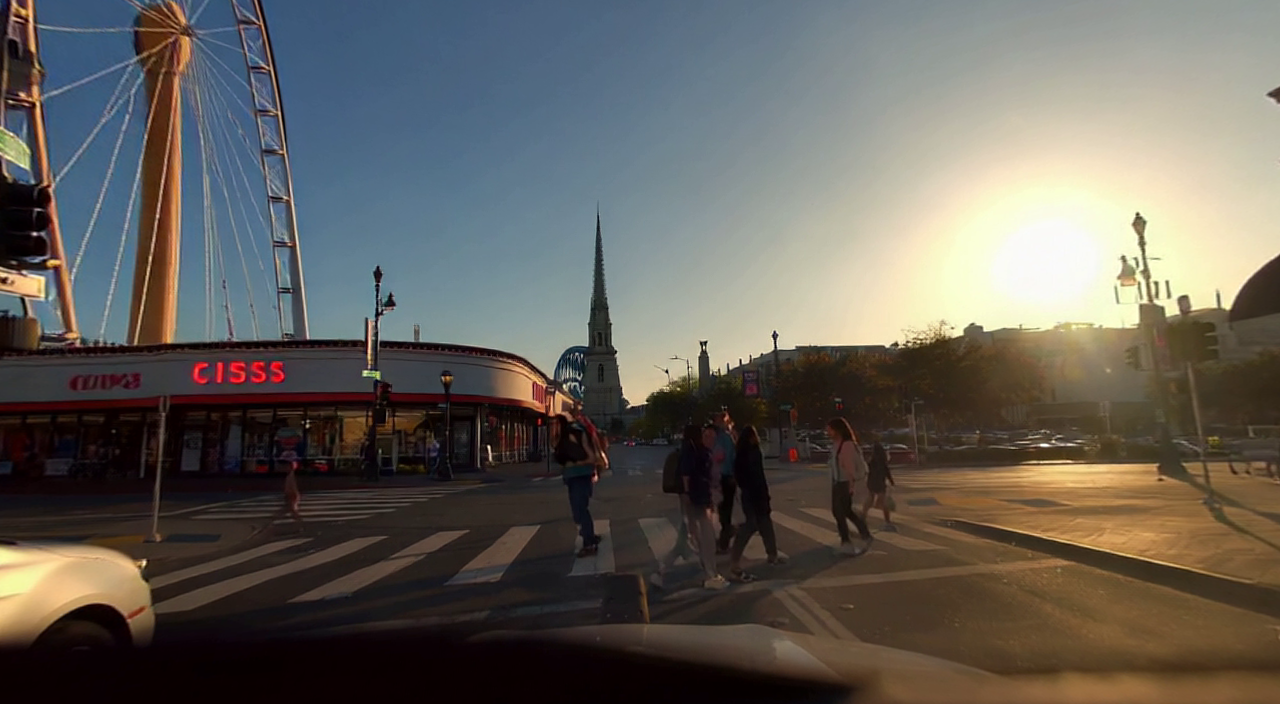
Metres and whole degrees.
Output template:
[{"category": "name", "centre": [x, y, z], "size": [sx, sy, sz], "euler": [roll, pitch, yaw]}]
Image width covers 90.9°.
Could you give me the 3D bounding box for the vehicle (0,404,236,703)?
[{"category": "vehicle", "centre": [-3.376, 0.789, 1.188], "size": [1.940, 1.505, 4.676], "euler": [-1, -9, 3]}]

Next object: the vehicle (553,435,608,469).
[{"category": "vehicle", "centre": [-3.910, 6.364, 40.259], "size": [2.549, 2.000, 5.699], "euler": [2, -9, -15]}]
